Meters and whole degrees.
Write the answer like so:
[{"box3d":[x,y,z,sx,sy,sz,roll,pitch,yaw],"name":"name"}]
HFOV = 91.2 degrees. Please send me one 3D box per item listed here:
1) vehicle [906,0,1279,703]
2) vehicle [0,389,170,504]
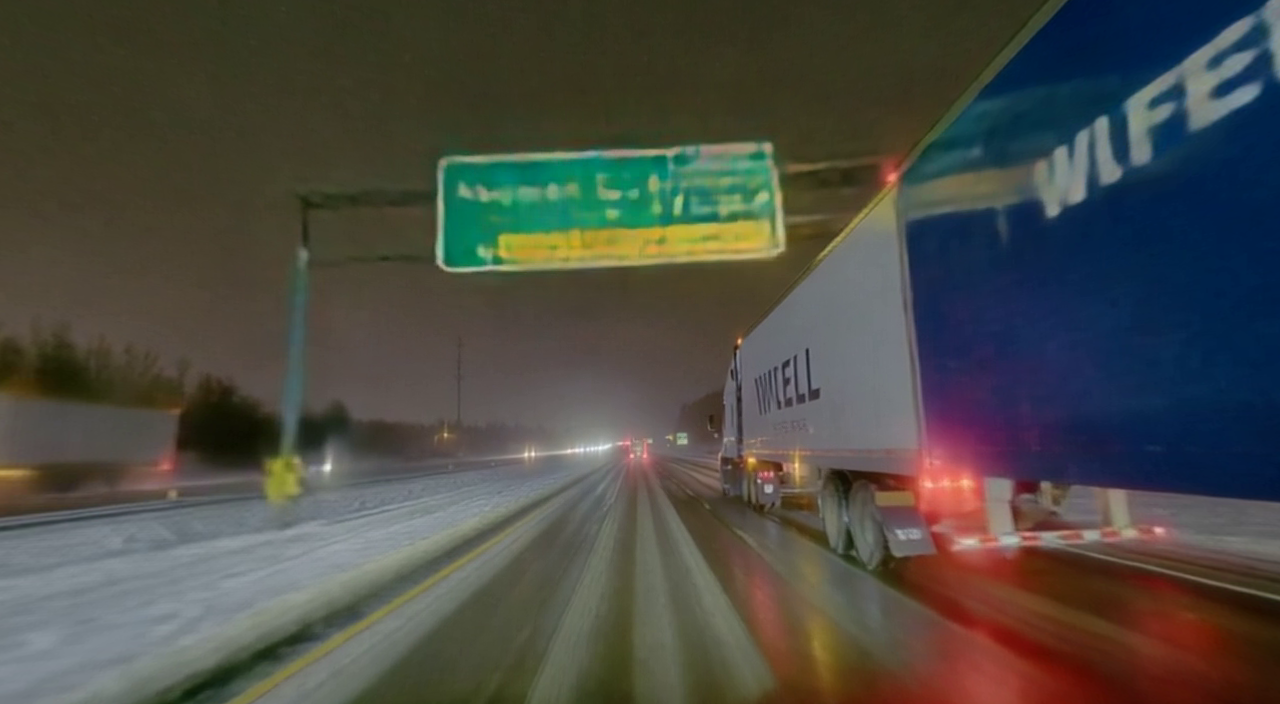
[{"box3d":[3.986,-0.327,1.387,2.869,4.013,8.610,0,-9,0],"name":"vehicle"},{"box3d":[-23.052,3.278,21.639,2.896,3.850,14.049,0,-9,-1],"name":"vehicle"}]
